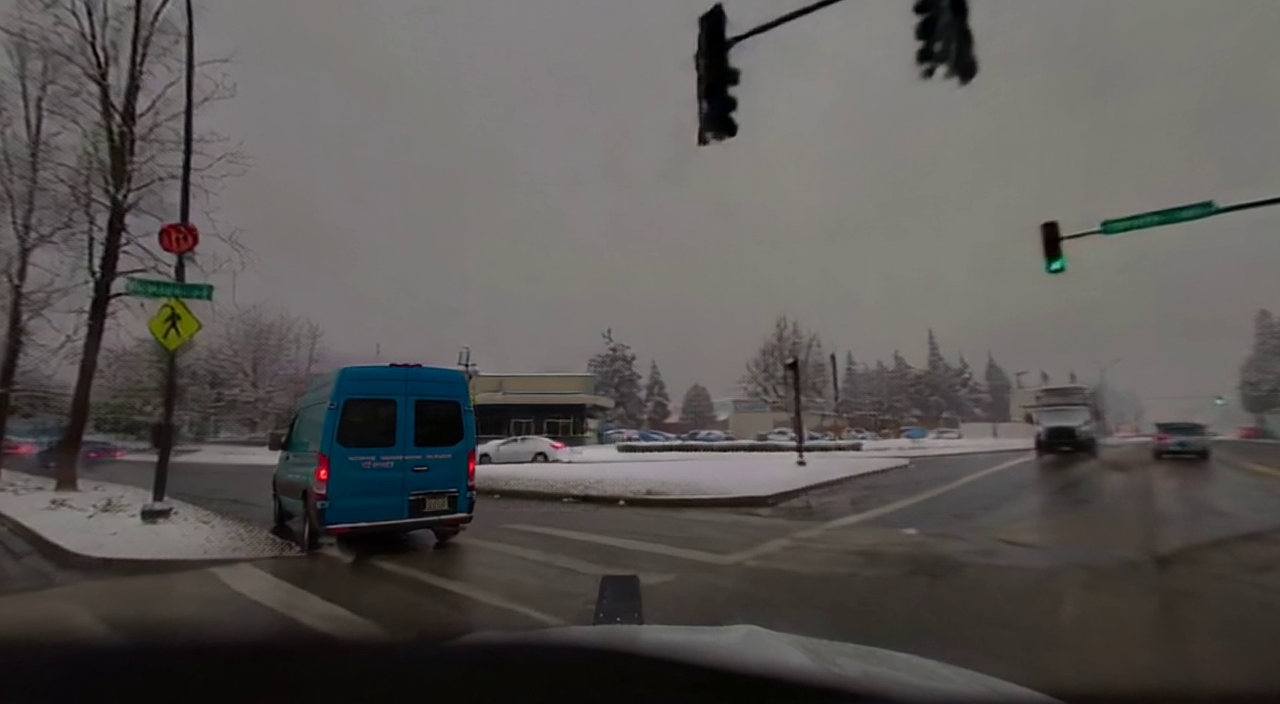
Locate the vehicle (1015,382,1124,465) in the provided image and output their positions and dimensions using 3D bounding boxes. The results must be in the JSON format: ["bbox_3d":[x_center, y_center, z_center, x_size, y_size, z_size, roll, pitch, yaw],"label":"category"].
[{"bbox_3d":[21.605,3.687,30.989,3.158,3.294,13.584,-6,-10,38],"label":"vehicle"}]

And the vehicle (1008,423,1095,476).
[{"bbox_3d":[14.140,3.297,21.417,2.017,1.599,4.436,-7,-10,37],"label":"vehicle"}]

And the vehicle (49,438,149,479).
[{"bbox_3d":[-22.164,4.303,25.607,4.457,1.533,1.933,-6,-10,35],"label":"vehicle"}]

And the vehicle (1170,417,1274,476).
[{"bbox_3d":[17.849,2.922,19.411,1.948,1.613,3.879,-7,-10,38],"label":"vehicle"}]

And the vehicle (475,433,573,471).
[{"bbox_3d":[-5.095,4.435,27.883,4.109,1.592,2.008,1,-9,-8],"label":"vehicle"}]

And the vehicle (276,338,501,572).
[{"bbox_3d":[-4.370,1.575,10.147,2.432,2.624,5.670,5,-10,-30],"label":"vehicle"}]
